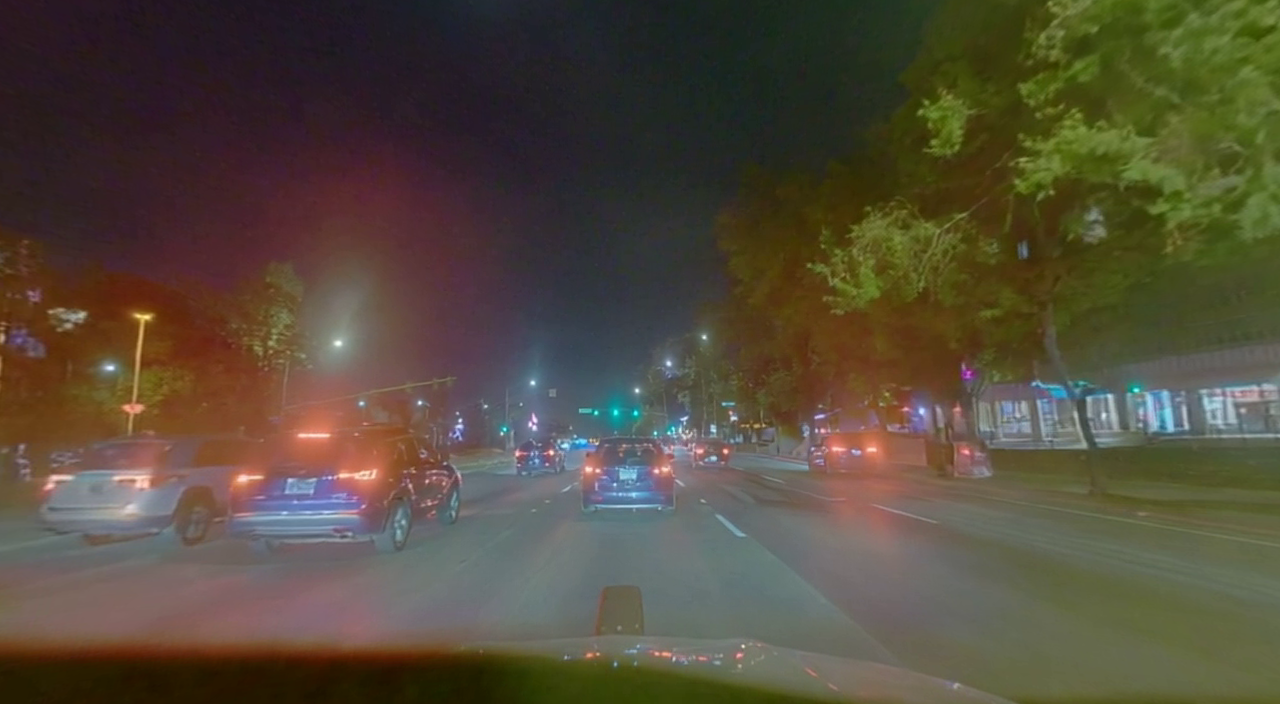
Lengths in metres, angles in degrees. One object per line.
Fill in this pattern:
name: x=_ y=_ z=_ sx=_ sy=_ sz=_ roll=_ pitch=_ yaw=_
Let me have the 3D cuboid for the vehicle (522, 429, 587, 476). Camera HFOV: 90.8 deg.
vehicle: x=-3.567 y=4.286 z=27.218 sx=2.154 sy=1.801 sz=5.015 roll=0 pitch=-8 yaw=-1

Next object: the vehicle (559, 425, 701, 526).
vehicle: x=-0.193 y=2.188 z=11.738 sx=2.161 sy=1.501 sz=4.184 roll=0 pitch=-8 yaw=-1

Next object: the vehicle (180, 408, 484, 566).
vehicle: x=-3.758 y=1.735 z=8.830 sx=2.009 sy=1.619 sz=4.376 roll=0 pitch=-9 yaw=0

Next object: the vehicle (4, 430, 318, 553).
vehicle: x=-6.978 y=2.033 z=9.903 sx=1.748 sy=1.485 sz=4.090 roll=0 pitch=-8 yaw=-1

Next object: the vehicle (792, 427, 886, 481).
vehicle: x=6.810 y=3.547 z=22.147 sx=1.889 sy=1.681 sz=4.120 roll=0 pitch=-9 yaw=-1

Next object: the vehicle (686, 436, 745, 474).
vehicle: x=3.152 y=4.421 z=27.333 sx=1.905 sy=1.473 sz=4.183 roll=0 pitch=-9 yaw=-2
